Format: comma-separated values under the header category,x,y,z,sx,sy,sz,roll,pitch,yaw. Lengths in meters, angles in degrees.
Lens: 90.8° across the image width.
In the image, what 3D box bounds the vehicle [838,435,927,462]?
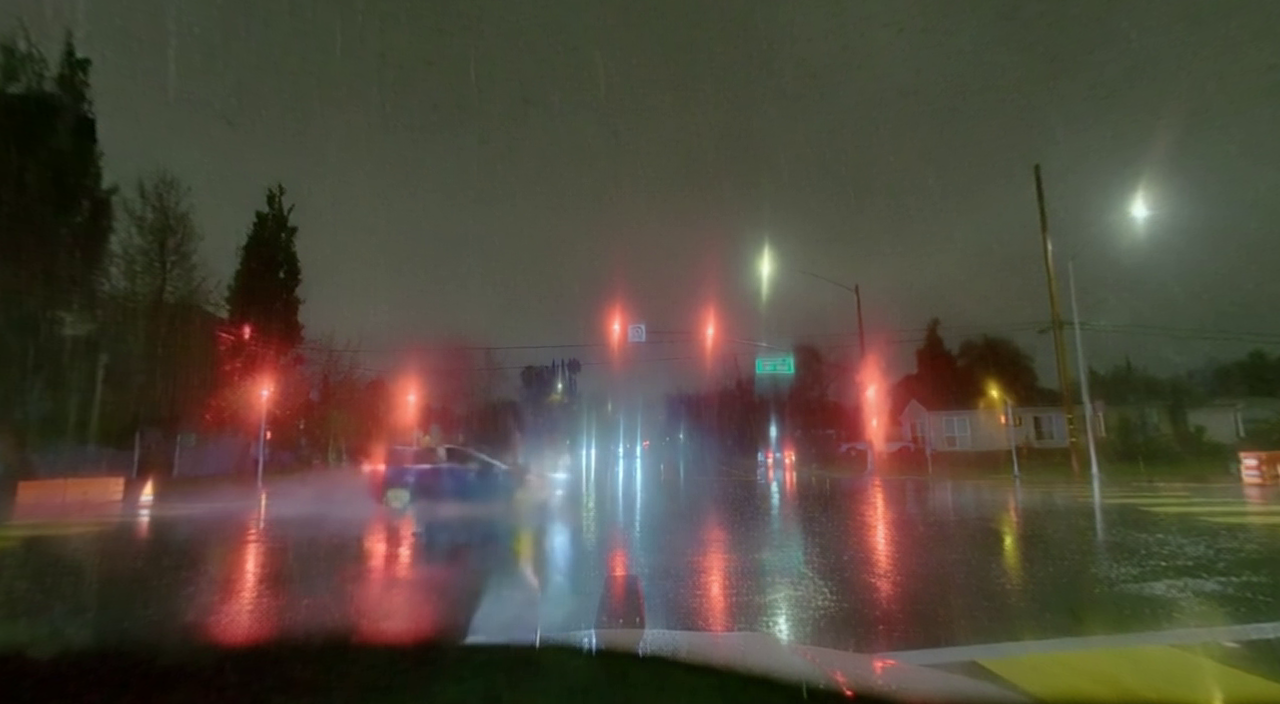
category,x,y,z,sx,sy,sz,roll,pitch,yaw
vehicle,15.394,6.179,40.323,4.892,1.656,1.856,0,-8,0

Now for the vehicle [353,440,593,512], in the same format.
category,x,y,z,sx,sy,sz,roll,pitch,yaw
vehicle,-3.575,2.758,14.325,4.860,1.483,2.077,0,-8,0
